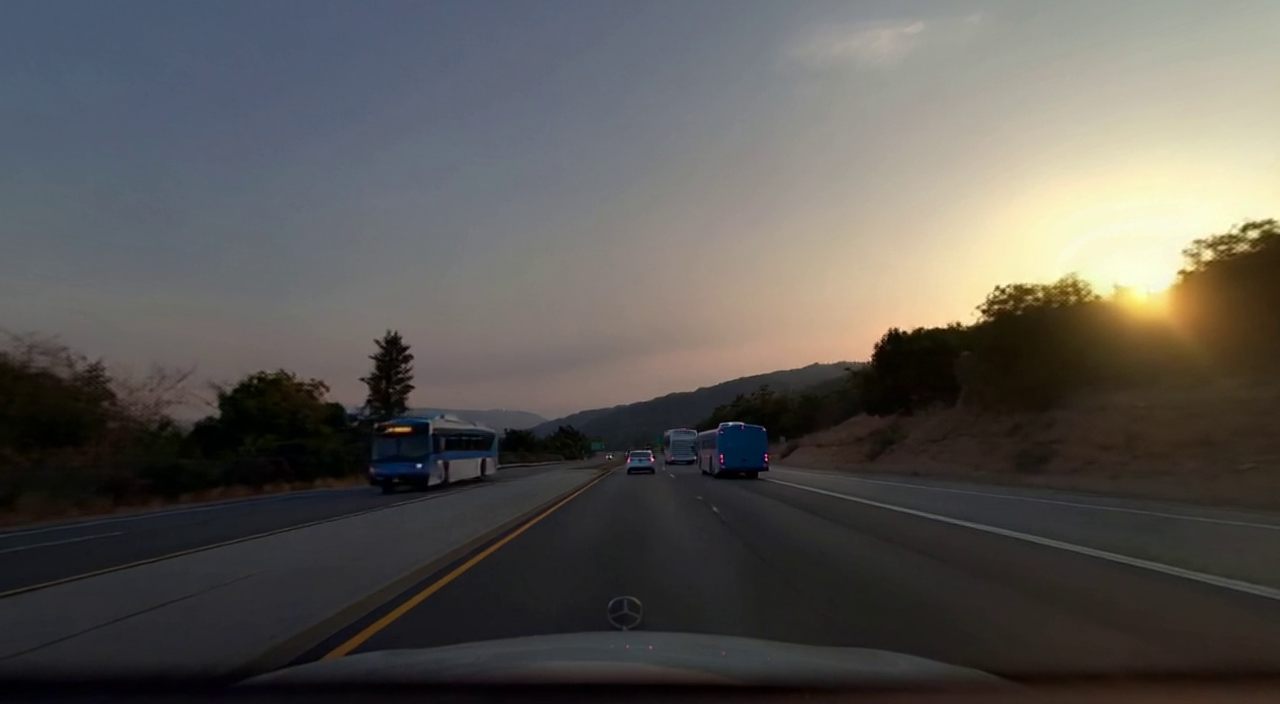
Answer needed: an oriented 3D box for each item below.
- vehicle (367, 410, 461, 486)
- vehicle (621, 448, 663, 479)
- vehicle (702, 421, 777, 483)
[{"bbox_3d":[-12.953,5.608,36.808,2.999,4.011,6.198,0,-9,1],"label":"vehicle"},{"bbox_3d":[0.090,5.568,31.724,2.004,1.449,3.817,0,-9,0],"label":"vehicle"},{"bbox_3d":[4.433,4.618,29.223,2.440,2.555,5.957,0,-9,0],"label":"vehicle"}]
